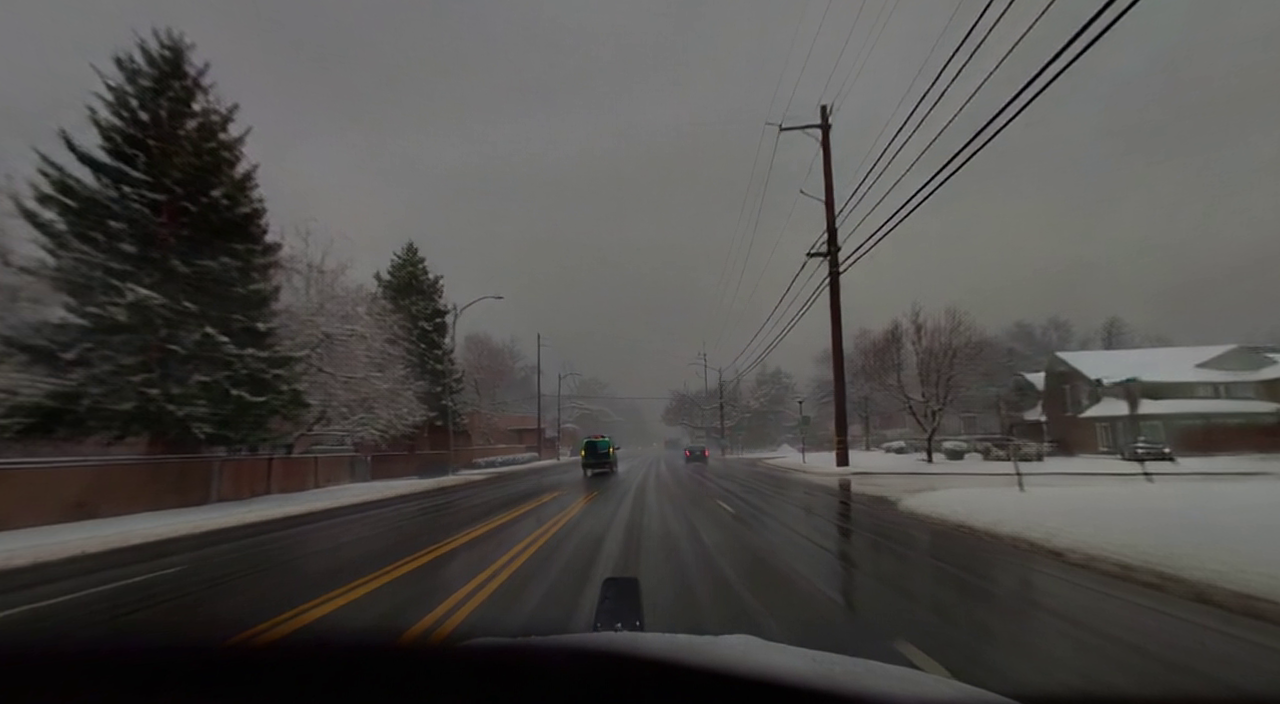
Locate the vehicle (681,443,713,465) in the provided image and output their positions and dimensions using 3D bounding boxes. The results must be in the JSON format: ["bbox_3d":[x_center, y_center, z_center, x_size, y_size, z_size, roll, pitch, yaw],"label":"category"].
[{"bbox_3d":[4.100,7.386,45.933,2.015,1.467,4.117,0,-8,1],"label":"vehicle"}]

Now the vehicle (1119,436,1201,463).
[{"bbox_3d":[28.800,5.421,35.174,1.751,1.408,4.127,-2,-9,12],"label":"vehicle"}]
